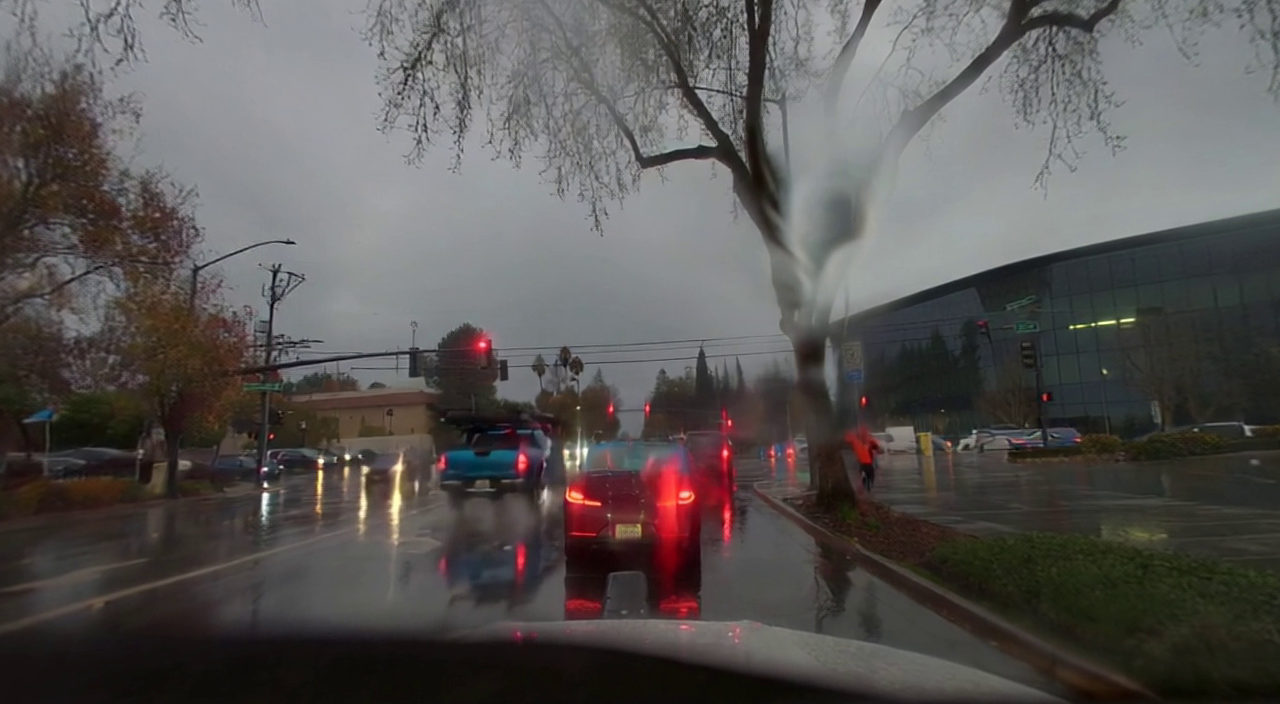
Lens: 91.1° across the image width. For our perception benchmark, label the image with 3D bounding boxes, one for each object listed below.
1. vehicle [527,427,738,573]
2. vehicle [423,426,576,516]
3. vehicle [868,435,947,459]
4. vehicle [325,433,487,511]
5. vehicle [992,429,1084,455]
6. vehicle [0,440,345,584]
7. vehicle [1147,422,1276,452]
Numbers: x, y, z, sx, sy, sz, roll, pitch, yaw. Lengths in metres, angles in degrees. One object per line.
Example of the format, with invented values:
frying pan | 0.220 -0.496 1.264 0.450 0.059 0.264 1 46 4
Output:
vehicle | -0.051 1.857 8.670 2.182 1.501 4.150 0 -9 1
vehicle | -3.108 2.796 15.358 2.273 1.788 5.258 -1 -9 3
vehicle | 17.509 6.215 41.123 4.441 1.452 1.798 -5 -10 30
vehicle | -6.153 3.214 17.423 2.230 1.811 5.183 -1 -9 3
vehicle | 23.821 5.436 37.737 4.454 1.440 1.816 -5 -10 30
vehicle | -6.331 2.063 9.004 1.948 1.530 4.283 0 -9 3
vehicle | 30.536 4.602 33.784 4.739 1.472 1.804 -5 -10 30
